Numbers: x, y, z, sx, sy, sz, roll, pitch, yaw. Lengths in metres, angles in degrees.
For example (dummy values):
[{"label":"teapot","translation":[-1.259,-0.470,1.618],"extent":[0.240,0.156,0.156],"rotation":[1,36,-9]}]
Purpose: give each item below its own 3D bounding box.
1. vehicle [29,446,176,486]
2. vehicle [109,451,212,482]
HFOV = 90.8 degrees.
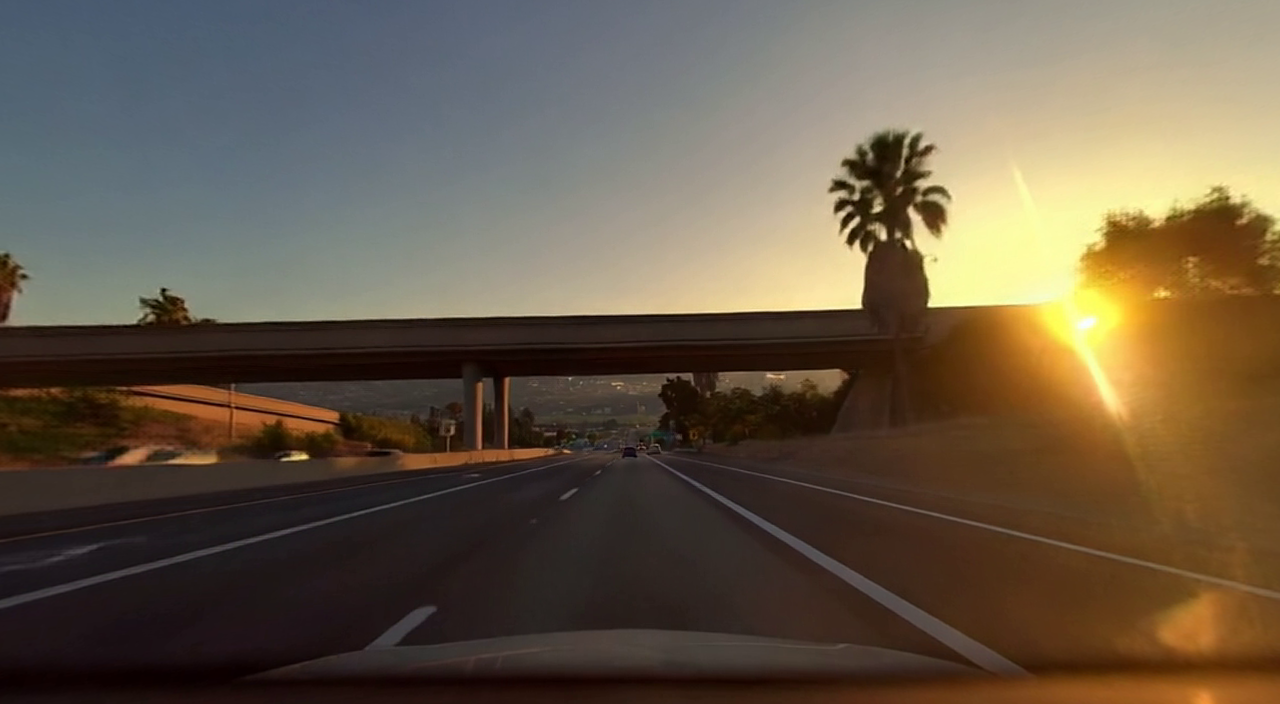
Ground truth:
[{"label":"vehicle","translation":[-29.062,6.117,34.597],"extent":[2.347,1.950,6.611],"rotation":[0,-8,-1]},{"label":"vehicle","translation":[-24.981,5.956,33.157],"extent":[2.009,1.492,4.290],"rotation":[0,-8,0]}]
